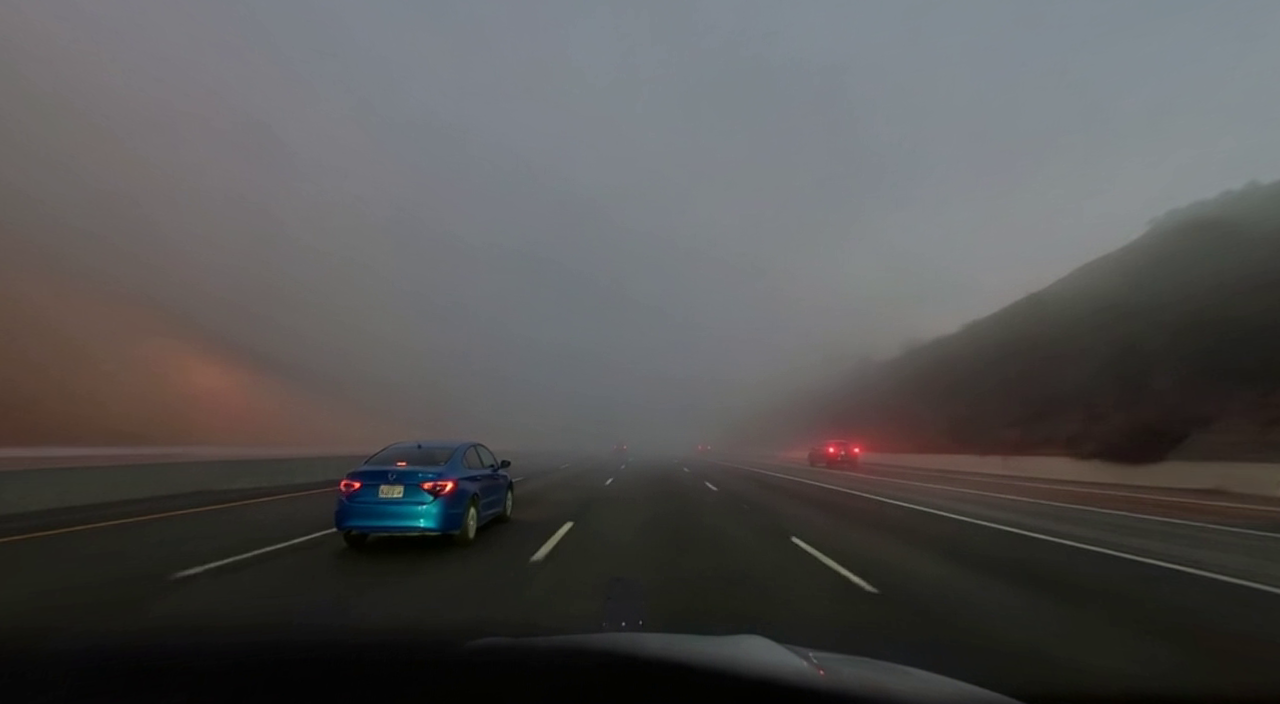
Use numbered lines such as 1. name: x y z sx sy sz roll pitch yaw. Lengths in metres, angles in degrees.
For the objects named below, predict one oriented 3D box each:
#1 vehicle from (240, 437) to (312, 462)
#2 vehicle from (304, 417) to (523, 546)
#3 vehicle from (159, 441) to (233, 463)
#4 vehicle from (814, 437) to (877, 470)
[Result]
1. vehicle: -28.598 7.664 49.556 2.173 1.849 5.682 0 -8 1
2. vehicle: -3.224 1.921 9.916 1.967 1.615 3.886 0 -8 0
3. vehicle: -32.824 7.369 46.594 2.005 1.519 4.736 0 -8 0
4. vehicle: 11.605 5.727 35.753 2.062 1.736 4.589 0 -8 0
